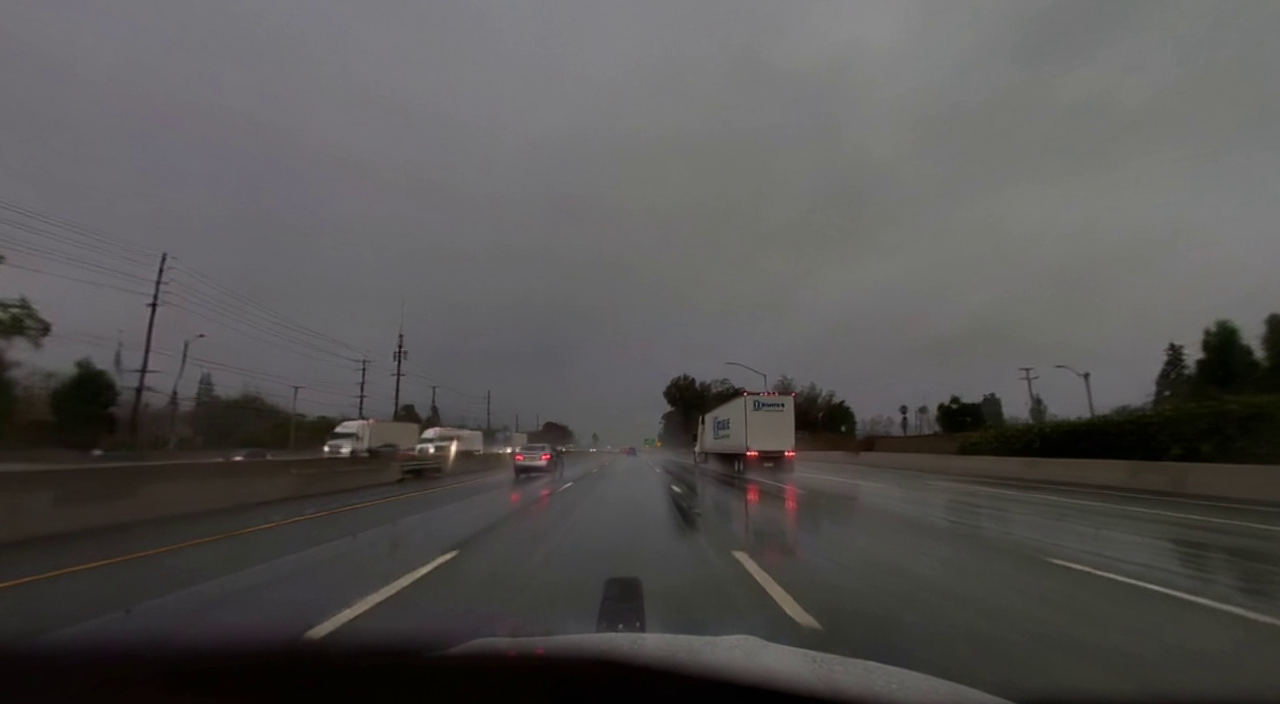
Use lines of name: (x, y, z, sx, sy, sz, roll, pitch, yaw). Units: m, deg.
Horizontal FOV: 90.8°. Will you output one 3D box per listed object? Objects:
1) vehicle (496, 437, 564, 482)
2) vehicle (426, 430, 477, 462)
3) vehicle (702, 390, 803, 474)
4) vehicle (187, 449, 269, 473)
vehicle: (-4.335, 4.338, 25.639, 2.027, 1.651, 4.099, 0, -9, 0)
vehicle: (-13.780, 6.943, 46.583, 2.215, 2.225, 4.941, 0, -9, 0)
vehicle: (6.375, 5.167, 39.382, 2.919, 4.195, 15.833, 0, -9, -2)
vehicle: (-28.800, 7.578, 44.415, 2.120, 1.551, 5.658, 0, -9, -2)
